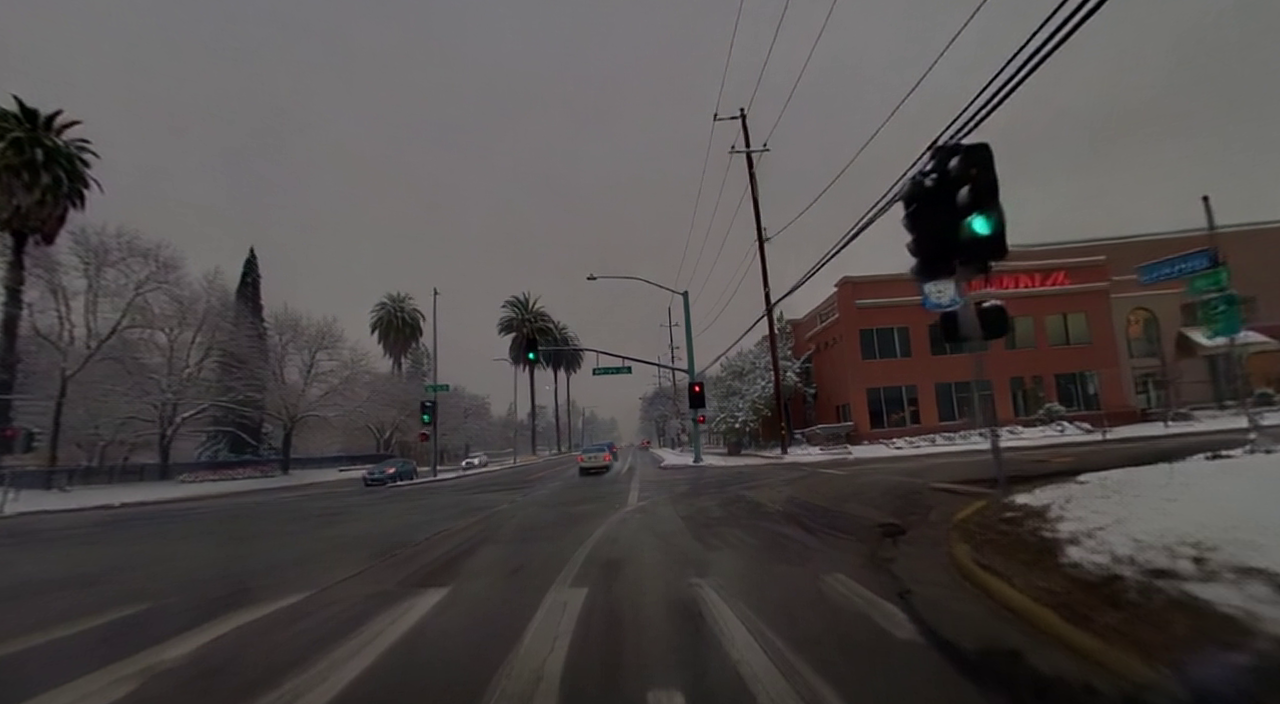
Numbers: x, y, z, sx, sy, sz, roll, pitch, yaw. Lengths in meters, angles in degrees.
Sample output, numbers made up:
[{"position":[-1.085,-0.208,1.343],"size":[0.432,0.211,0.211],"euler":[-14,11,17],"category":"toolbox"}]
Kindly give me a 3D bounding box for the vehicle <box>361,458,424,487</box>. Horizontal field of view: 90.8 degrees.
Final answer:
[{"position":[-14.776,7.184,37.989],"size":[1.997,1.480,4.715],"euler":[0,-9,-2],"category":"vehicle"}]

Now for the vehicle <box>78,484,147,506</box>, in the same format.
[{"position":[-40.501,11.000,48.599],"size":[3.543,1.445,1.912],"euler":[0,-8,-2],"category":"vehicle"}]

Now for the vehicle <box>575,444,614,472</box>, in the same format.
[{"position":[-2.510,6.012,36.082],"size":[2.063,1.474,4.334],"euler":[0,-8,-2],"category":"vehicle"}]

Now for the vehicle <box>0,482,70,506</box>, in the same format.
[{"position":[-39.503,9.210,40.974],"size":[3.398,1.395,1.633],"euler":[-2,-10,0],"category":"vehicle"}]
